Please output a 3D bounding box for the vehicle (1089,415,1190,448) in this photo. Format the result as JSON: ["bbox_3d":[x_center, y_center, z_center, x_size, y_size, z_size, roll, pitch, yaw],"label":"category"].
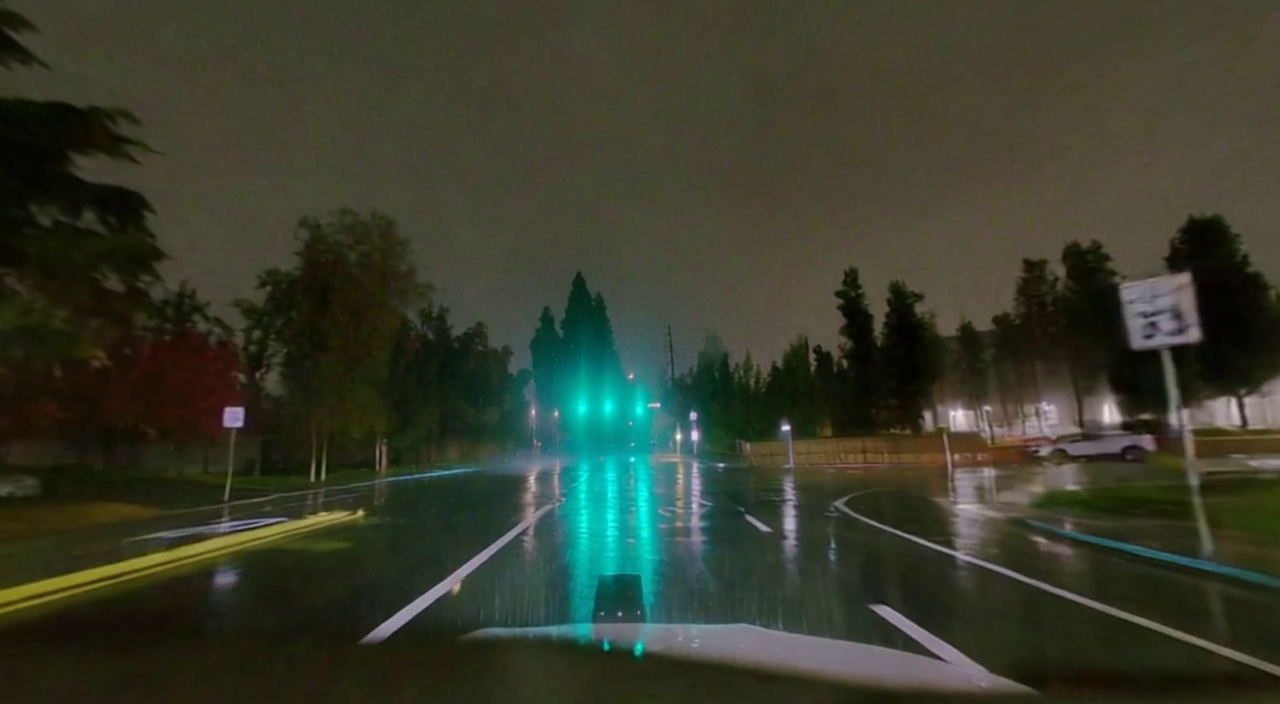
[{"bbox_3d":[28.523,4.624,36.352,2.049,1.739,4.982,-1,-9,5],"label":"vehicle"}]

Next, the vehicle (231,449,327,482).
[{"bbox_3d":[-20.354,6.403,35.765,4.171,1.728,2.069,0,-9,1],"label":"vehicle"}]

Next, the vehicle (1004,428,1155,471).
[{"bbox_3d":[19.368,4.358,28.021,5.172,1.468,1.964,-4,-11,-1],"label":"vehicle"}]
